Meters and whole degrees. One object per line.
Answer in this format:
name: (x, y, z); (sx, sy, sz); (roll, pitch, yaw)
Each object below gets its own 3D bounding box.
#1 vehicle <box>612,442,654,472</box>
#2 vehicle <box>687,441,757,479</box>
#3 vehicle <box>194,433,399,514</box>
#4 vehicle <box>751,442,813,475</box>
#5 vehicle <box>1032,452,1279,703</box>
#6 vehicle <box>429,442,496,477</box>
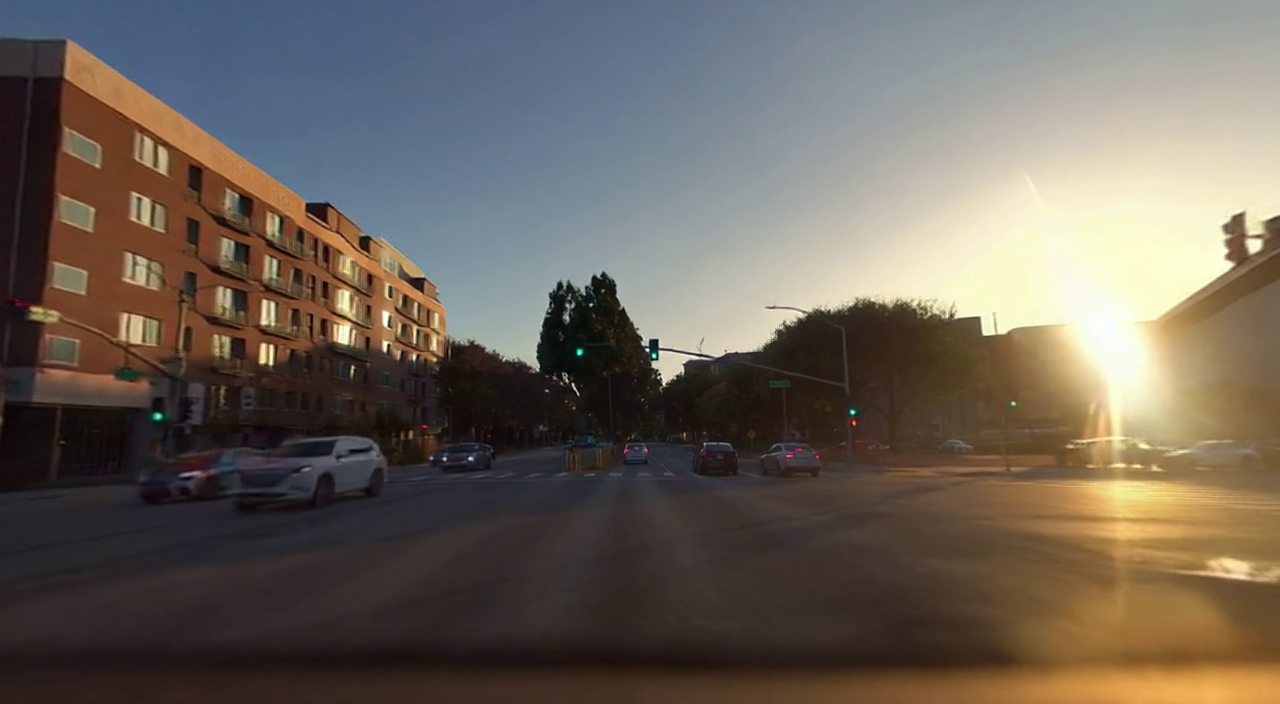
vehicle: (-0.398, 5.669, 34.358); (2.143, 1.480, 4.006); (0, -8, -1)
vehicle: (3.394, 4.586, 27.135); (2.226, 1.490, 4.593); (0, -8, -2)
vehicle: (-8.572, 3.053, 16.490); (2.590, 1.769, 4.827); (0, -8, 0)
vehicle: (6.816, 5.152, 30.854); (1.861, 1.473, 4.393); (0, -8, -2)
vehicle: (3.251, 0.896, 1.283); (2.080, 1.321, 4.382); (0, -8, 0)
vehicle: (-9.111, 5.529, 32.868); (2.160, 1.689, 4.451); (0, -8, 0)
